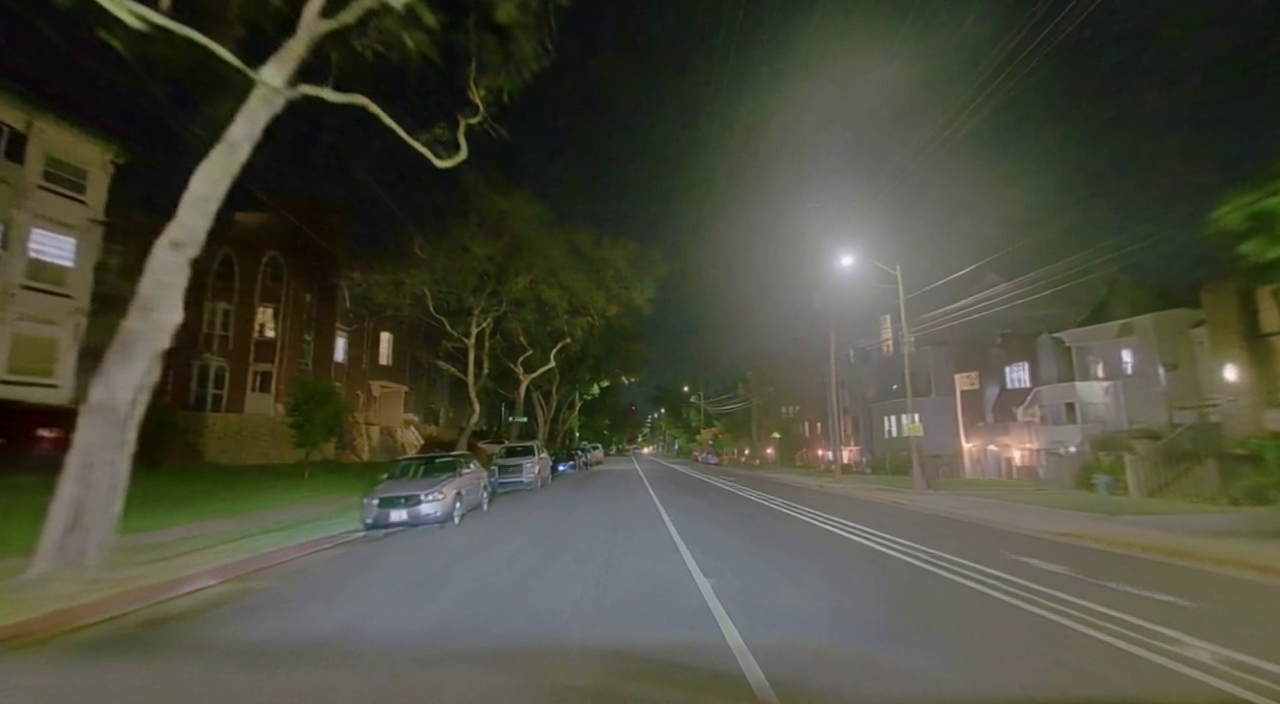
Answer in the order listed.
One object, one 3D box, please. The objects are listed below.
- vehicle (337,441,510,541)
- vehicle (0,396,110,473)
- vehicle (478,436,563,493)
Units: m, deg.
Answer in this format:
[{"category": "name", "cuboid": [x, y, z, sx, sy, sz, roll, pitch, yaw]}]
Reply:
[{"category": "vehicle", "cuboid": [-3.893, 2.544, 12.360, 1.825, 1.542, 4.715, 0, -9, -1]}, {"category": "vehicle", "cuboid": [-17.610, 2.235, 17.082, 4.465, 1.933, 2.198, 0, -8, -1]}, {"category": "vehicle", "cuboid": [-4.399, 4.258, 24.271, 2.189, 1.887, 5.616, -1, -9, 0]}]
